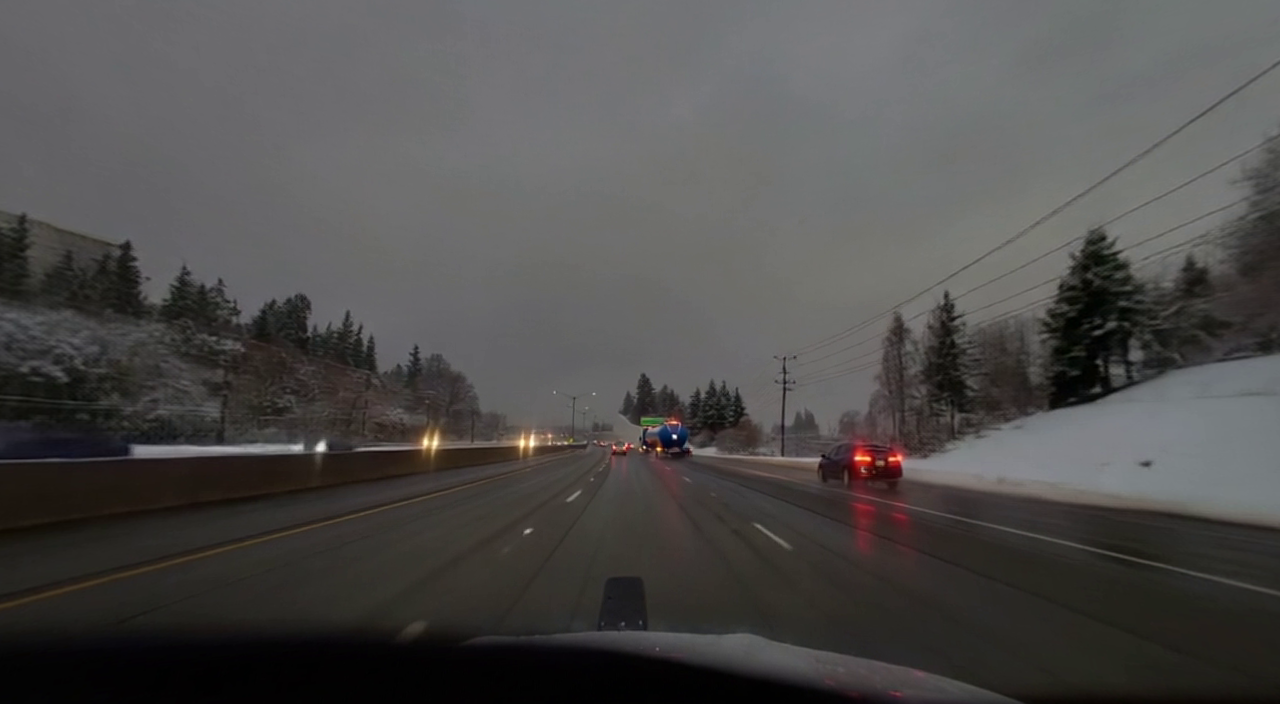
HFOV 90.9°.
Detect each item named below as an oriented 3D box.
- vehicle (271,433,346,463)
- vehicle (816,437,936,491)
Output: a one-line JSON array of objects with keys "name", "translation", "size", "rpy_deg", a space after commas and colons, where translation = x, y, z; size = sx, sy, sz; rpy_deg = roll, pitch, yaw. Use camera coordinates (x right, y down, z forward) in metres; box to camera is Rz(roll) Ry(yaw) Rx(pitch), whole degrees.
[{"name": "vehicle", "translation": [-18.998, 5.518, 36.417], "size": [1.956, 1.575, 4.647], "rpy_deg": [0, -8, -2]}, {"name": "vehicle", "translation": [7.172, 3.426, 19.753], "size": [1.905, 1.480, 4.624], "rpy_deg": [0, -8, -1]}]
